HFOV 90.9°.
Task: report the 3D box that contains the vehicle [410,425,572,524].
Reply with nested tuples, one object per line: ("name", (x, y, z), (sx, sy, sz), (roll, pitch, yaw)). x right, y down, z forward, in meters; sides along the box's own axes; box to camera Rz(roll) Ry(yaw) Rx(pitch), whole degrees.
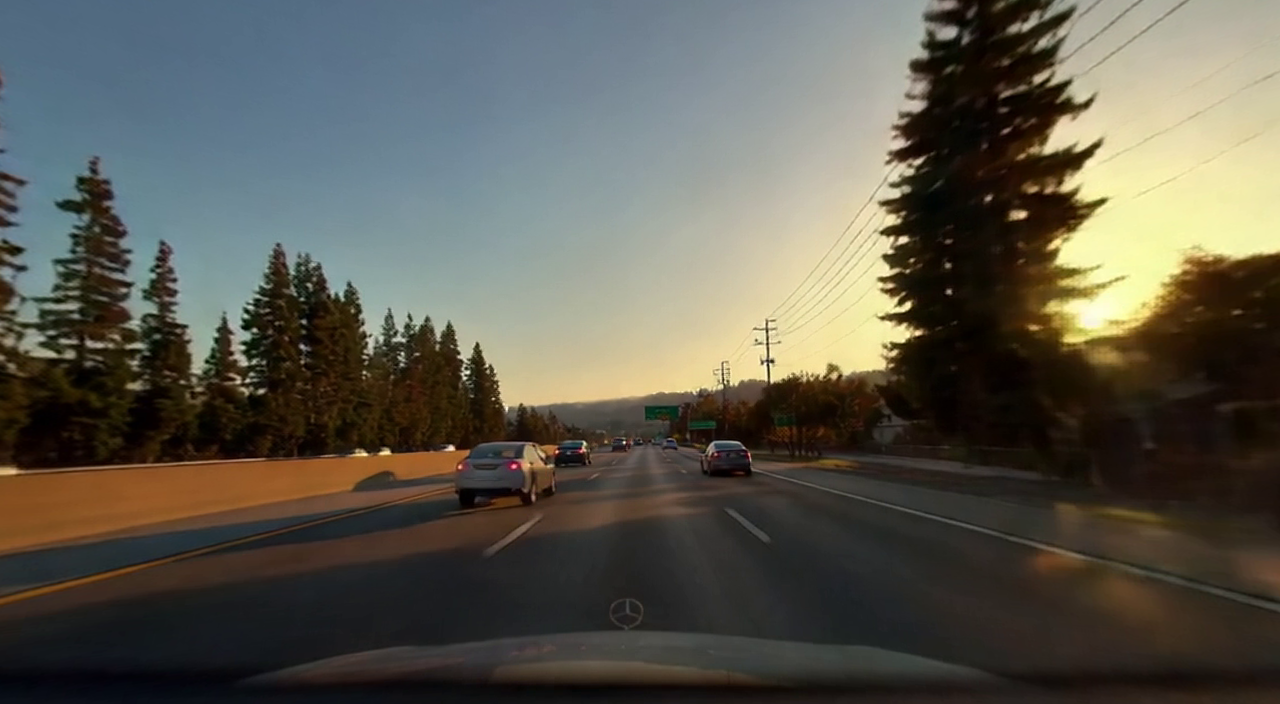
("vehicle", (-2.686, 2.326, 12.546), (2.049, 1.620, 4.153), (0, -8, 2))

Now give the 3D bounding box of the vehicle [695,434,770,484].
("vehicle", (3.149, 3.733, 22.255), (1.996, 1.579, 3.841), (0, -8, -1))
